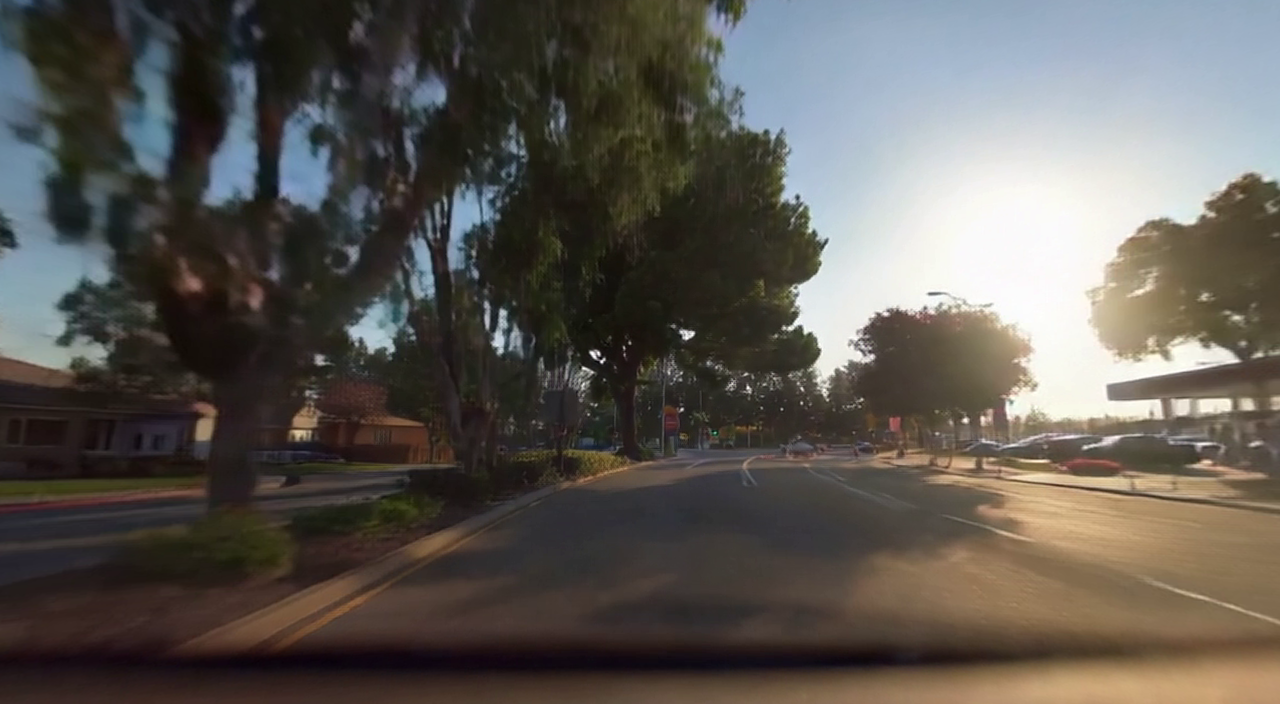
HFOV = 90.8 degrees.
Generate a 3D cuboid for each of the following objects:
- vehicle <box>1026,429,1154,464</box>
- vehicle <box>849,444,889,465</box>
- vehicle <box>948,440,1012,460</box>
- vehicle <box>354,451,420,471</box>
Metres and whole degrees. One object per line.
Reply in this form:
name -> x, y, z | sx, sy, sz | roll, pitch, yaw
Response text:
vehicle -> 24.175, 5.140, 34.286 | 2.239, 1.742, 5.364 | 2, -9, -14
vehicle -> 17.441, 7.799, 48.273 | 2.099, 1.464, 4.615 | -2, -9, 10
vehicle -> 26.244, 7.567, 48.913 | 1.843, 1.455, 4.558 | 2, -9, -11
vehicle -> -19.942, 8.562, 49.781 | 4.520, 1.439, 1.919 | -2, -9, 14
